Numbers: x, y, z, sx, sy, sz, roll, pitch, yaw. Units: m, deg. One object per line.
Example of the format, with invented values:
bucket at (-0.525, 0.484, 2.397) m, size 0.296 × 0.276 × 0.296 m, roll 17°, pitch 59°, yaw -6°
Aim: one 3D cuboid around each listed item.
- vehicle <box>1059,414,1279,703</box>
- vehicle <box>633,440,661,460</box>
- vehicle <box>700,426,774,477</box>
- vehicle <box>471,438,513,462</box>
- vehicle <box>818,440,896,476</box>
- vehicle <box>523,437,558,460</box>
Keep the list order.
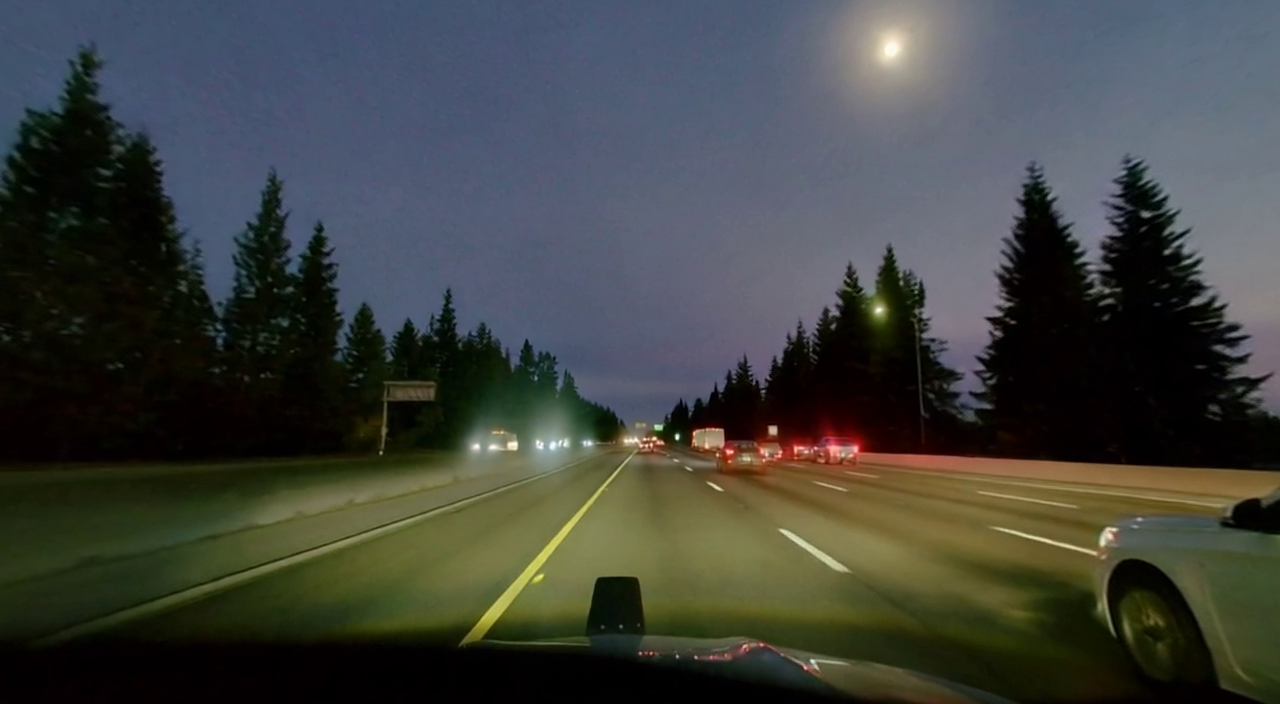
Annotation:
vehicle at (3.406, 0.798, 1.229) m, size 1.904 × 1.453 × 4.789 m, roll 0°, pitch -8°, yaw 1°
vehicle at (0.555, 7.489, 48.218) m, size 2.052 × 1.472 × 4.295 m, roll 0°, pitch -8°, yaw 0°
vehicle at (3.916, 4.156, 26.419) m, size 2.206 × 1.902 × 5.460 m, roll 0°, pitch -8°, yaw 0°
vehicle at (-11.183, 7.388, 47.641) m, size 2.040 × 1.698 × 4.468 m, roll 0°, pitch -8°, yaw 0°
vehicle at (9.819, 4.805, 28.820) m, size 2.002 × 1.500 × 4.715 m, roll 0°, pitch -8°, yaw 1°
vehicle at (-7.622, 7.465, 48.617) m, size 1.980 × 1.702 × 4.285 m, roll 0°, pitch -8°, yaw 1°
